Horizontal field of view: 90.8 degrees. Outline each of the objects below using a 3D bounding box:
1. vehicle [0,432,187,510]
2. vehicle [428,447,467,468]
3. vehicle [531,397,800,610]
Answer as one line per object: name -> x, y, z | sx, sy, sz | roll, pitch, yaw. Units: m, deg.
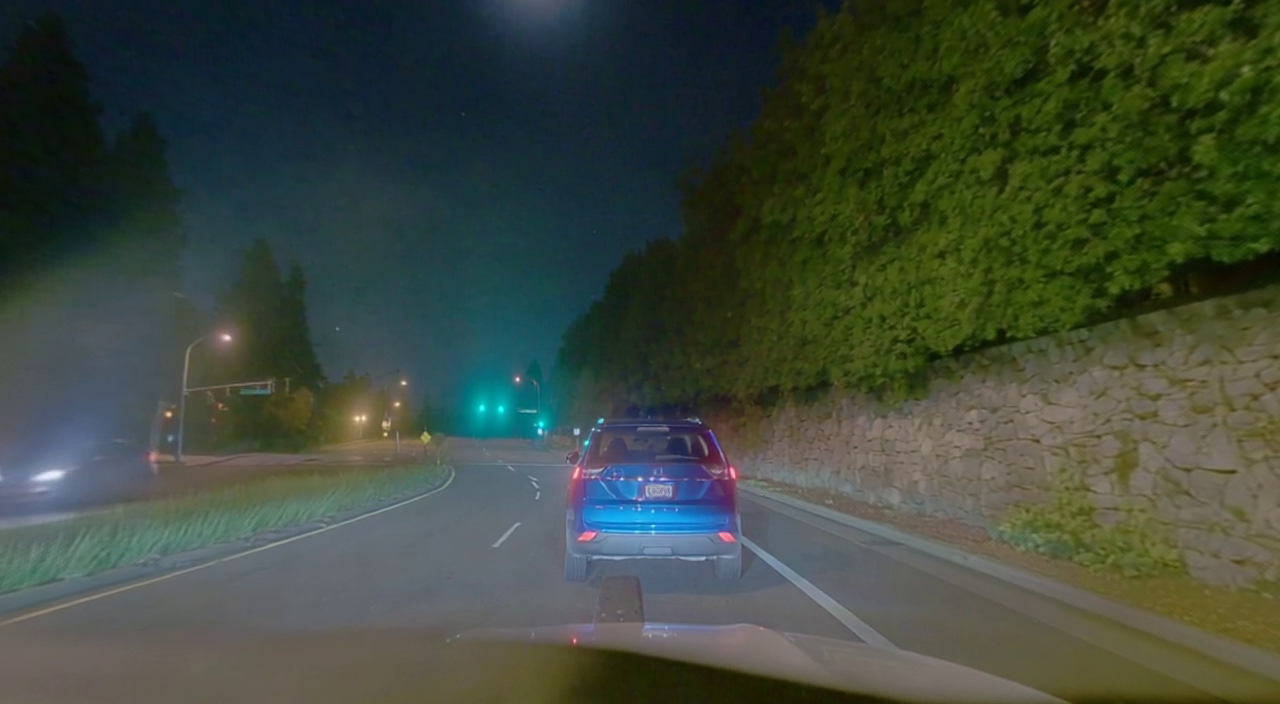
vehicle -> -14.150, 2.954, 16.157 | 2.317, 1.695, 4.538 | 1, -9, -10
vehicle -> -14.529, 7.885, 47.508 | 2.023, 1.474, 4.286 | 4, -9, -27
vehicle -> 0.040, 1.586, 7.563 | 2.287, 1.762, 4.269 | 1, -8, -5
